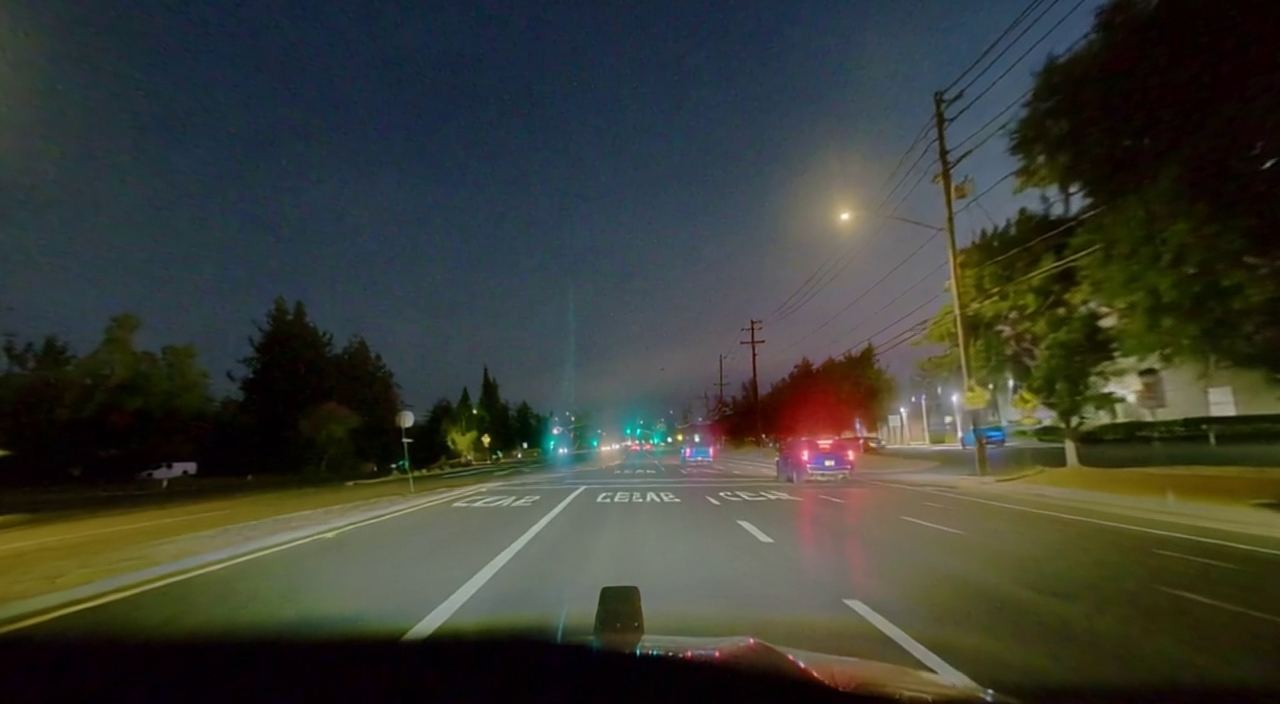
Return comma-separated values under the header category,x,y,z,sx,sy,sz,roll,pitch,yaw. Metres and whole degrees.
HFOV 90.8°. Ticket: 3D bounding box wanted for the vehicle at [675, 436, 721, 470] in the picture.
category,x,y,z,sx,sy,sz,roll,pitch,yaw
vehicle,3.257,5.762,36.332,2.086,1.803,4.607,0,-8,-2
